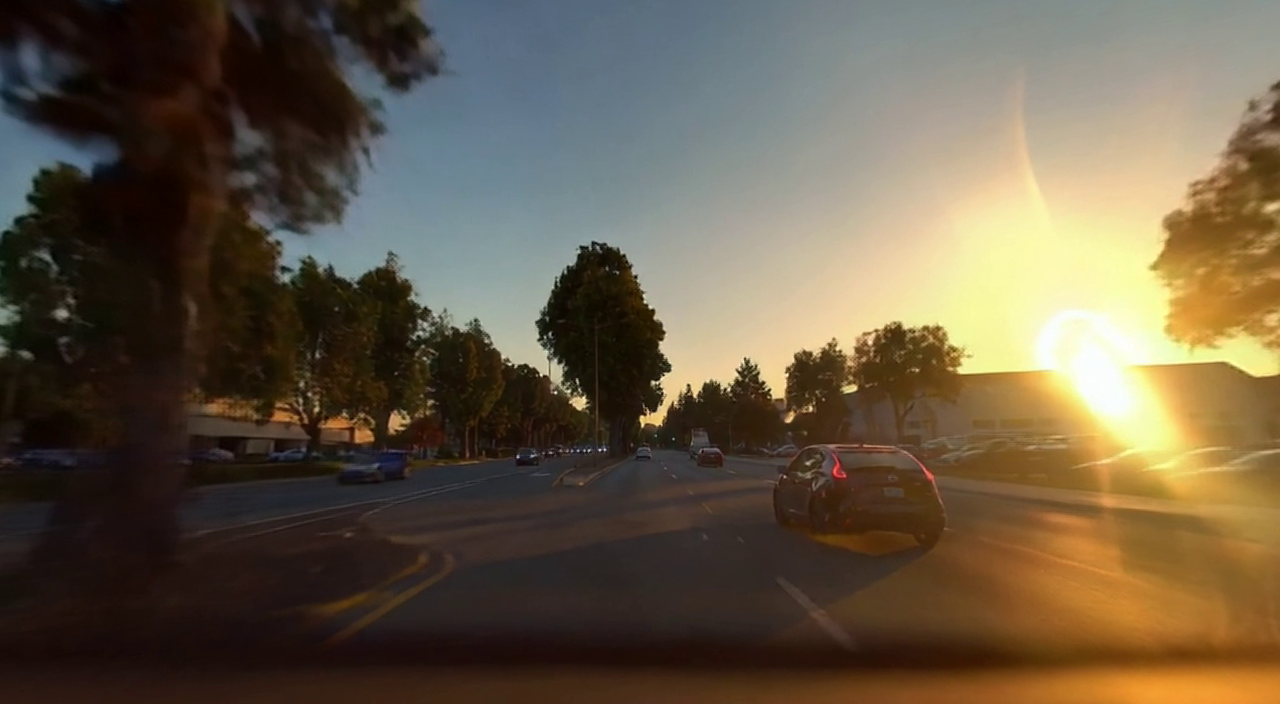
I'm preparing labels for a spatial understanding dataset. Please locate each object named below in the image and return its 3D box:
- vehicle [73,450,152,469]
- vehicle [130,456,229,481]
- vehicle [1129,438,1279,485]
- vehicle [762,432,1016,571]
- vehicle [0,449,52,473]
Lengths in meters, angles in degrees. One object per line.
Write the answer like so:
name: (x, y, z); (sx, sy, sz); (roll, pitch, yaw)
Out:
vehicle: (-41.731, 8.500, 49.731); (4.434, 1.472, 1.915); (0, -9, 0)
vehicle: (-29.244, 7.376, 39.947); (4.707, 1.474, 1.964); (0, -9, 1)
vehicle: (19.913, 3.750, 21.678); (4.255, 1.537, 2.037); (0, -9, 1)
vehicle: (3.164, 1.976, 9.145); (1.935, 1.501, 4.384); (0, -9, 0)
vehicle: (-42.400, 7.259, 41.844); (4.363, 1.505, 1.984); (0, -9, 0)
